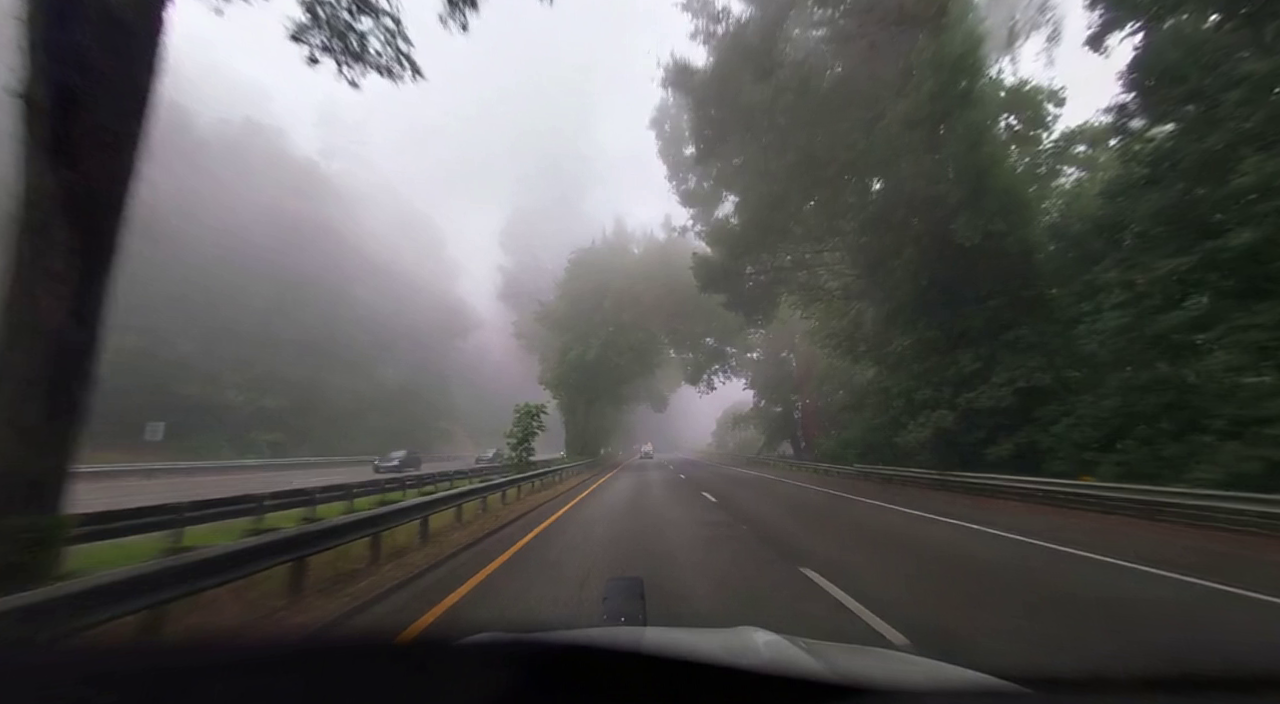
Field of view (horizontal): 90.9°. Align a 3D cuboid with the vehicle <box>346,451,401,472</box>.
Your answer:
[{"bbox_3d":[-18.561,7.627,44.100,1.789,1.421,4.459,0,-9,1],"label":"vehicle"}]
